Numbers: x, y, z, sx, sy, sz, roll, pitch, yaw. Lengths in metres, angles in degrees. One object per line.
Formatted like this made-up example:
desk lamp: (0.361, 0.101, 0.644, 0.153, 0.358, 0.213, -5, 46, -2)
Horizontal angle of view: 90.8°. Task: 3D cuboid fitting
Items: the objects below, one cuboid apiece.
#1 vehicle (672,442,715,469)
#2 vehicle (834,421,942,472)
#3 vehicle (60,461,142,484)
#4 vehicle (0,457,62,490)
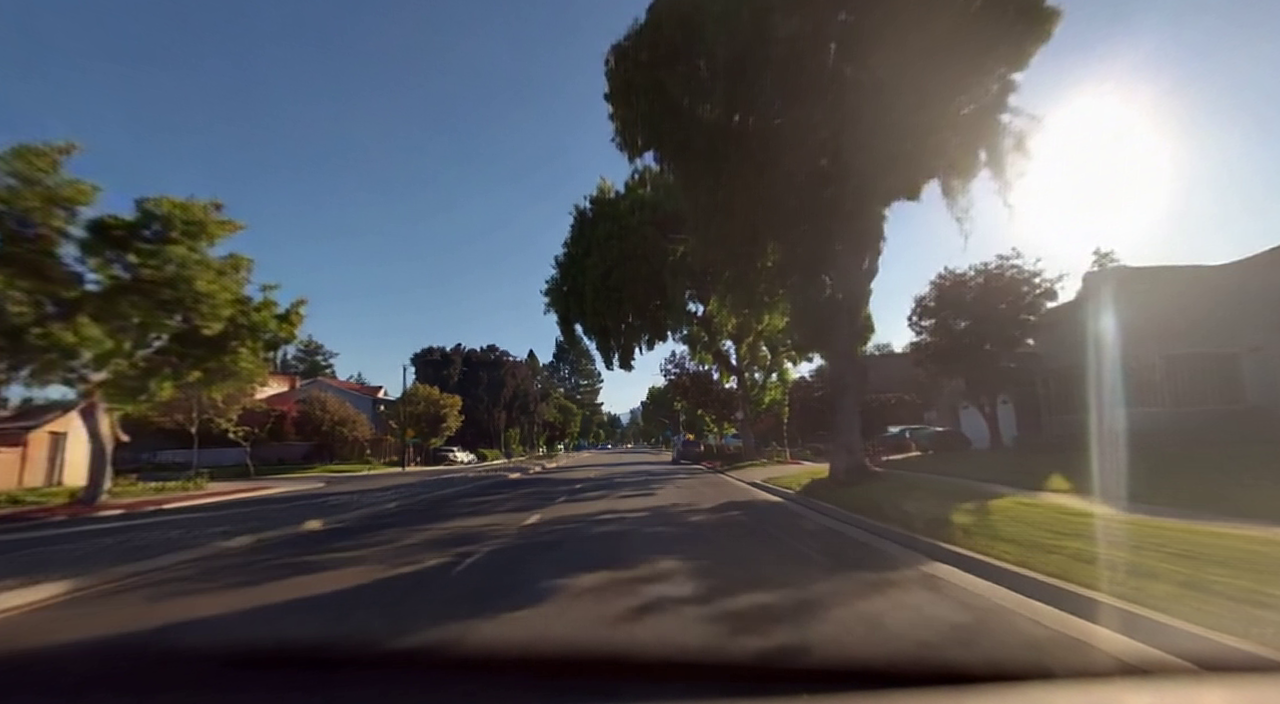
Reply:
vehicle: (3.133, 6.185, 38.047, 2.037, 1.518, 4.904, 0, -8, -2)
vehicle: (9.370, 3.615, 24.467, 1.971, 1.641, 5.191, -4, -7, -1)
vehicle: (-41.388, 9.260, 48.571, 4.463, 1.651, 1.947, 0, -8, 0)
vehicle: (-46.954, 9.305, 48.360, 3.032, 2.323, 2.110, 2, -8, -4)
